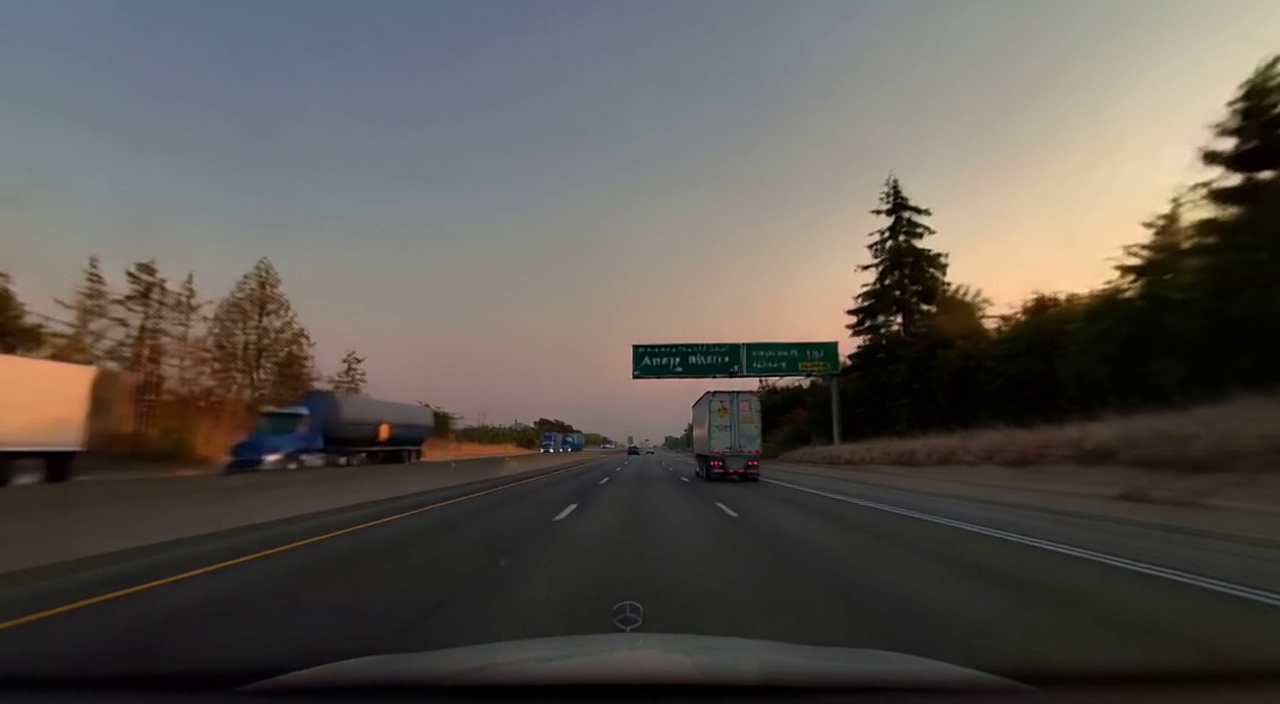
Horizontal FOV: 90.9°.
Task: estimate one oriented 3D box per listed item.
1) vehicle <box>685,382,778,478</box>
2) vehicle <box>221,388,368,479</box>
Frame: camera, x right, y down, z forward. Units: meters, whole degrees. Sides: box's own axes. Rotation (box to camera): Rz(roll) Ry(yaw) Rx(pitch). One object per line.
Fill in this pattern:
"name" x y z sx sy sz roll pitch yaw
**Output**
"vehicle" 4.428 4.380 33.872 2.784 4.080 13.516 -1 -9 -1
"vehicle" -14.915 3.666 27.871 2.998 3.583 5.940 0 -9 0
